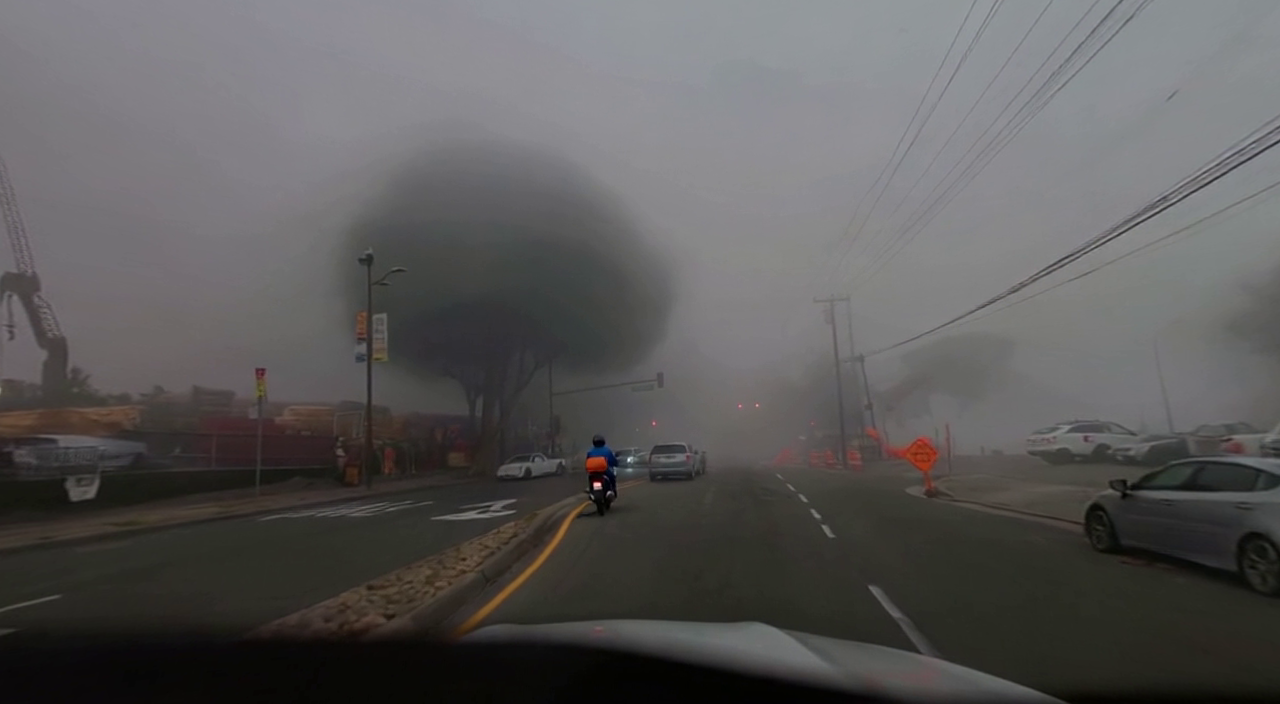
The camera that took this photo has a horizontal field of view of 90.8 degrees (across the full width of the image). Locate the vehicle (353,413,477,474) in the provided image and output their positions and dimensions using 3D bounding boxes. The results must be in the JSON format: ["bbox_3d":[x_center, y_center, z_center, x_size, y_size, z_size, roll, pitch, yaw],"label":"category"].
[{"bbox_3d":[-13.074,5.248,38.198,2.970,2.938,11.622,-3,-5,2],"label":"vehicle"}]

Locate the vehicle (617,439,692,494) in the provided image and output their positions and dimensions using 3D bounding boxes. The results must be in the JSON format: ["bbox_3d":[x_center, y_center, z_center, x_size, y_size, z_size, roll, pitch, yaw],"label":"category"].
[{"bbox_3d":[0.587,3.706,20.856,1.925,1.602,4.090,-2,-9,9],"label":"vehicle"}]

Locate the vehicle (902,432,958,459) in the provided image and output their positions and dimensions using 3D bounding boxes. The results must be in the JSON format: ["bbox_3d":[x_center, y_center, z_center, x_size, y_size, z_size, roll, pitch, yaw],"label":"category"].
[{"bbox_3d":[20.008,6.508,43.841,1.918,1.732,4.650,-1,-8,4],"label":"vehicle"}]

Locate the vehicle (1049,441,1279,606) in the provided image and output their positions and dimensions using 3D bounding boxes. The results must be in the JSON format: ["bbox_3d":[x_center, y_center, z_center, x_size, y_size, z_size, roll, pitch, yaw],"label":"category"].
[{"bbox_3d":[6.819,1.713,6.914,1.973,1.457,4.522,-1,-8,6],"label":"vehicle"}]

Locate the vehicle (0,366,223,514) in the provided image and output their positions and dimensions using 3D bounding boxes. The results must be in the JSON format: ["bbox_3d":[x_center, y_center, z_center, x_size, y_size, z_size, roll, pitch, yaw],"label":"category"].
[{"bbox_3d":[-15.106,2.176,15.476,2.990,3.144,9.080,-1,-8,5],"label":"vehicle"}]

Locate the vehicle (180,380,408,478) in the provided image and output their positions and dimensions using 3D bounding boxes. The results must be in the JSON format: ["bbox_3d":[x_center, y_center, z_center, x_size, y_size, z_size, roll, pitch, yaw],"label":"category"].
[{"bbox_3d":[-13.742,3.334,26.712,2.996,3.170,10.153,-5,-8,7],"label":"vehicle"}]
